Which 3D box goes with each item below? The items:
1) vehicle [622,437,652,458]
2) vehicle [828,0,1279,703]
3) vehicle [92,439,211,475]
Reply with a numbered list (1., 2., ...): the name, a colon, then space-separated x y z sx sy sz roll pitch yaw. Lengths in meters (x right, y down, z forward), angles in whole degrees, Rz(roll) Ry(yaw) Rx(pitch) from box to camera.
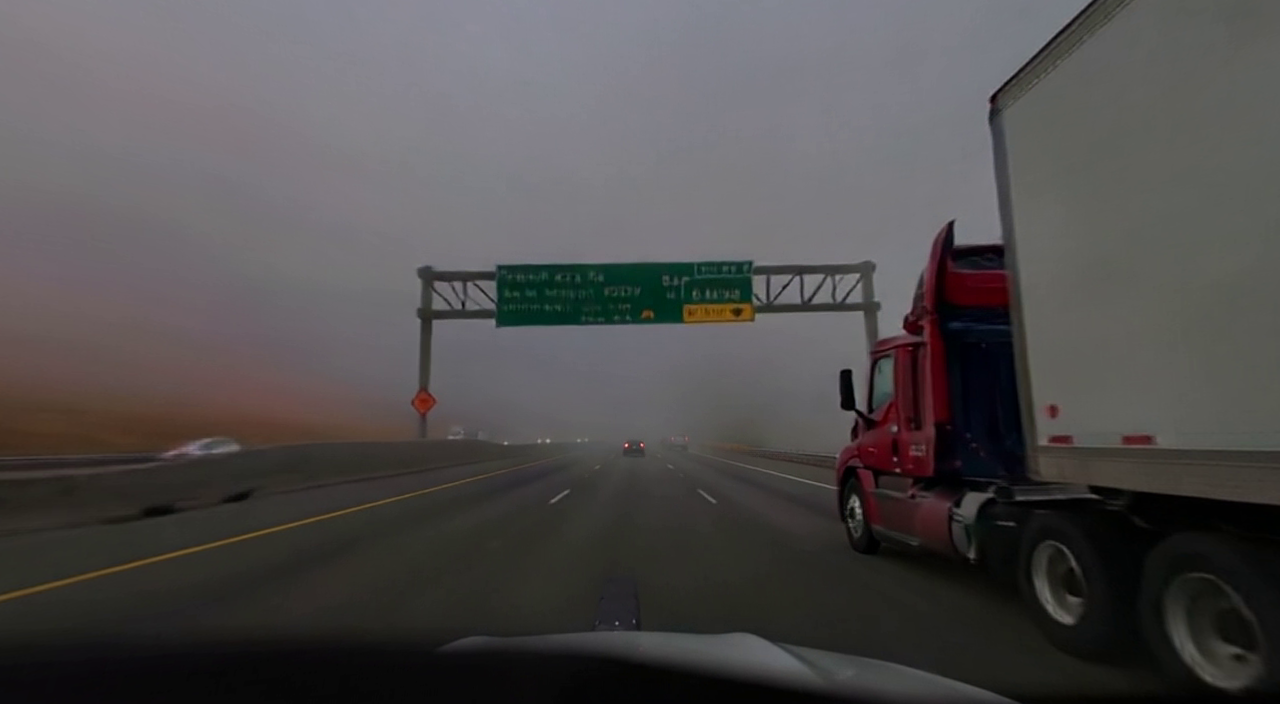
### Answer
1. vehicle: -0.211 7.183 47.554 2.140 1.475 3.969 0 -8 0
2. vehicle: 3.704 -0.023 3.627 3.222 3.915 6.030 0 -8 -1
3. vehicle: -22.080 4.713 28.750 1.883 1.492 4.375 0 -8 0
